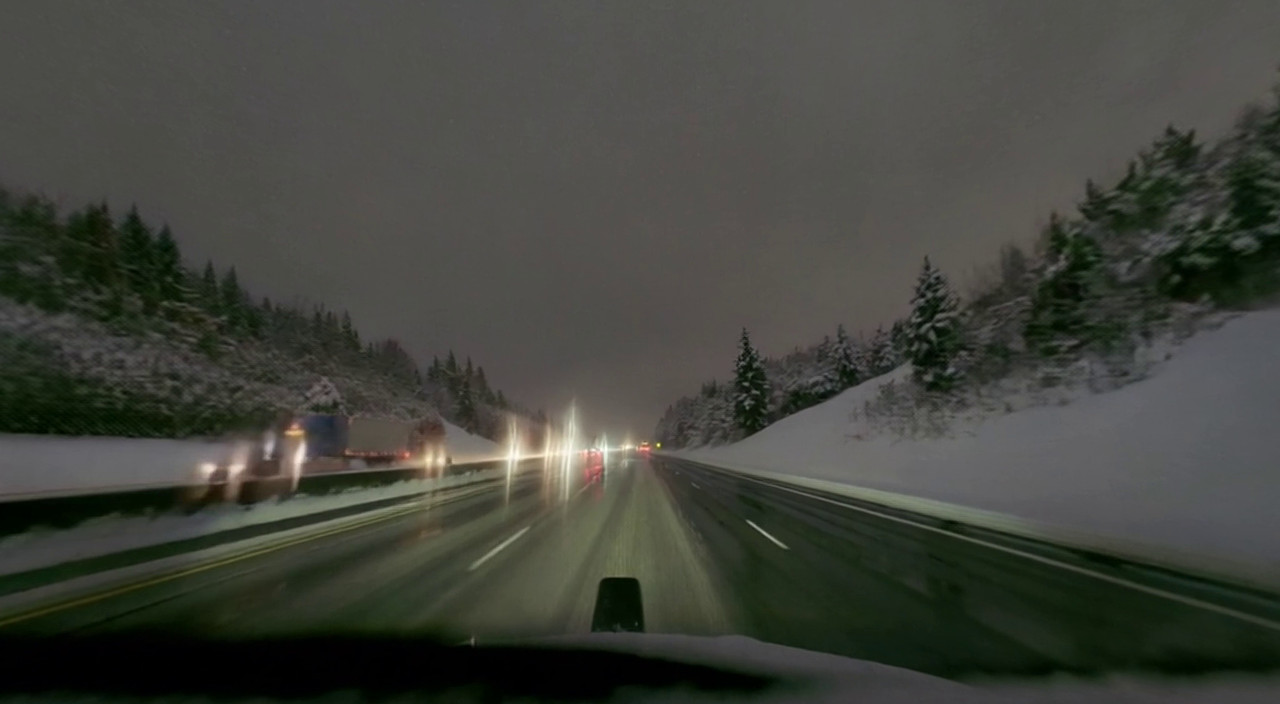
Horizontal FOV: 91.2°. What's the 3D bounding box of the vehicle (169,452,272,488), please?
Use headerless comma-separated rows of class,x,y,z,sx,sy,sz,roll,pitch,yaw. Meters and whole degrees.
vehicle,-19.034,5.344,28.689,1.811,1.483,4.111,0,-9,1

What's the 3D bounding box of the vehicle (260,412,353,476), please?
vehicle,-23.270,6.513,44.201,2.995,4.155,6.089,1,-9,0
